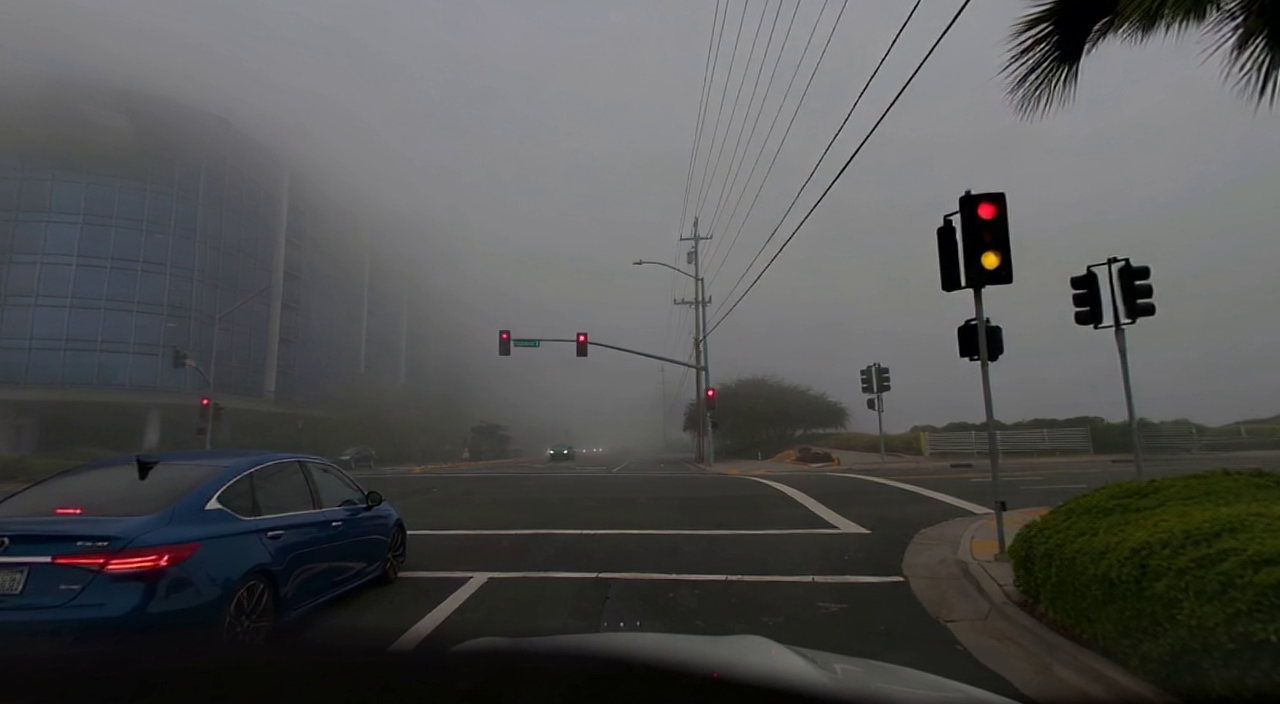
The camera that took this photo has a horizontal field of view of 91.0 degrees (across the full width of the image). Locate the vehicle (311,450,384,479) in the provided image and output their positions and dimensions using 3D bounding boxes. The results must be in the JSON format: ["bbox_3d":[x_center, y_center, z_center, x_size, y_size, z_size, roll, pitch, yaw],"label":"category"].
[{"bbox_3d":[-15.360,5.915,33.290,1.875,1.389,3.784,0,-9,3],"label":"vehicle"}]

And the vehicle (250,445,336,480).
[{"bbox_3d":[-19.097,6.068,34.918,2.017,1.739,4.569,0,-9,1],"label":"vehicle"}]
